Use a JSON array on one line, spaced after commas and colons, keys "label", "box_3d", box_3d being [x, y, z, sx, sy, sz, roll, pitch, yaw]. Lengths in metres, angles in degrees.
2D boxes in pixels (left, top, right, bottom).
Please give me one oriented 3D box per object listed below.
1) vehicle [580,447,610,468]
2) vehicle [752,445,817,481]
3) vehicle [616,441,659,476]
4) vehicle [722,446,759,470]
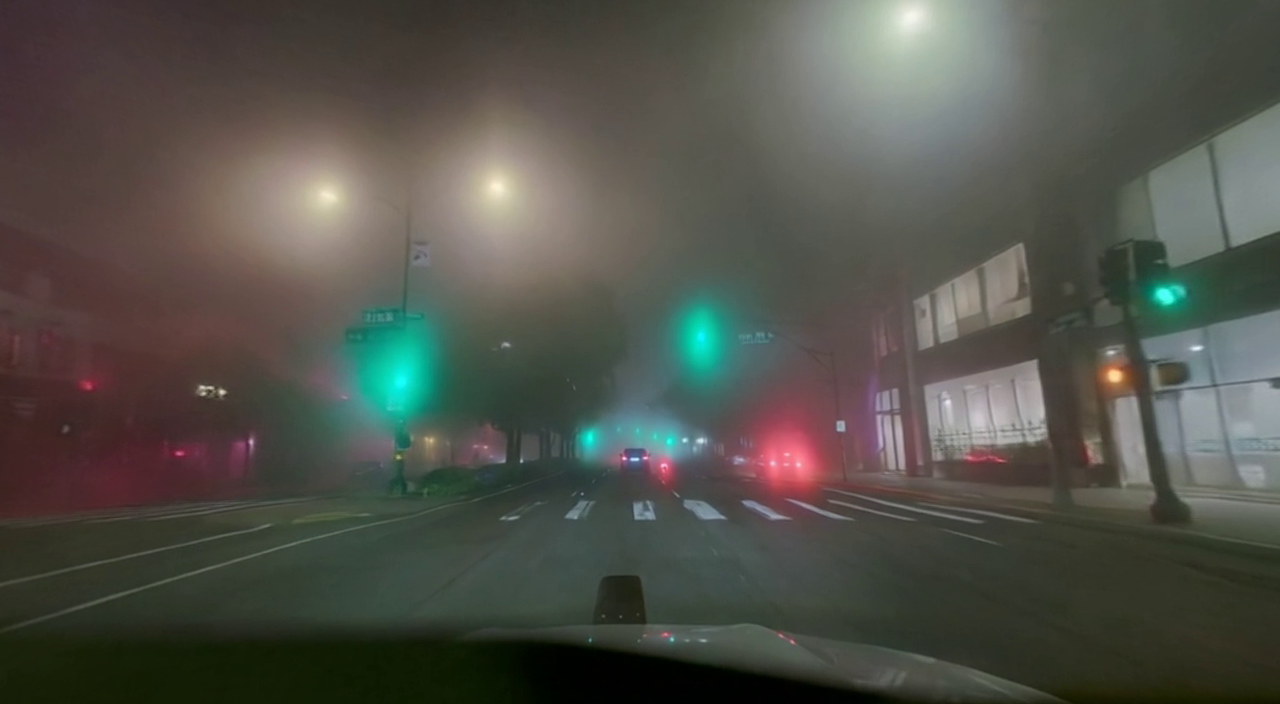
[{"label": "vehicle", "box_3d": [-3.435, 8.099, 48.589, 2.014, 1.470, 4.552, 0, -8, -1]}, {"label": "vehicle", "box_3d": [6.780, 5.234, 30.153, 2.069, 1.590, 4.066, 0, -8, -1]}, {"label": "vehicle", "box_3d": [-0.188, 5.785, 34.734, 2.223, 1.775, 4.250, 0, -8, -2]}, {"label": "vehicle", "box_3d": [6.878, 7.257, 43.471, 1.785, 1.586, 3.896, 0, -8, -2]}]
